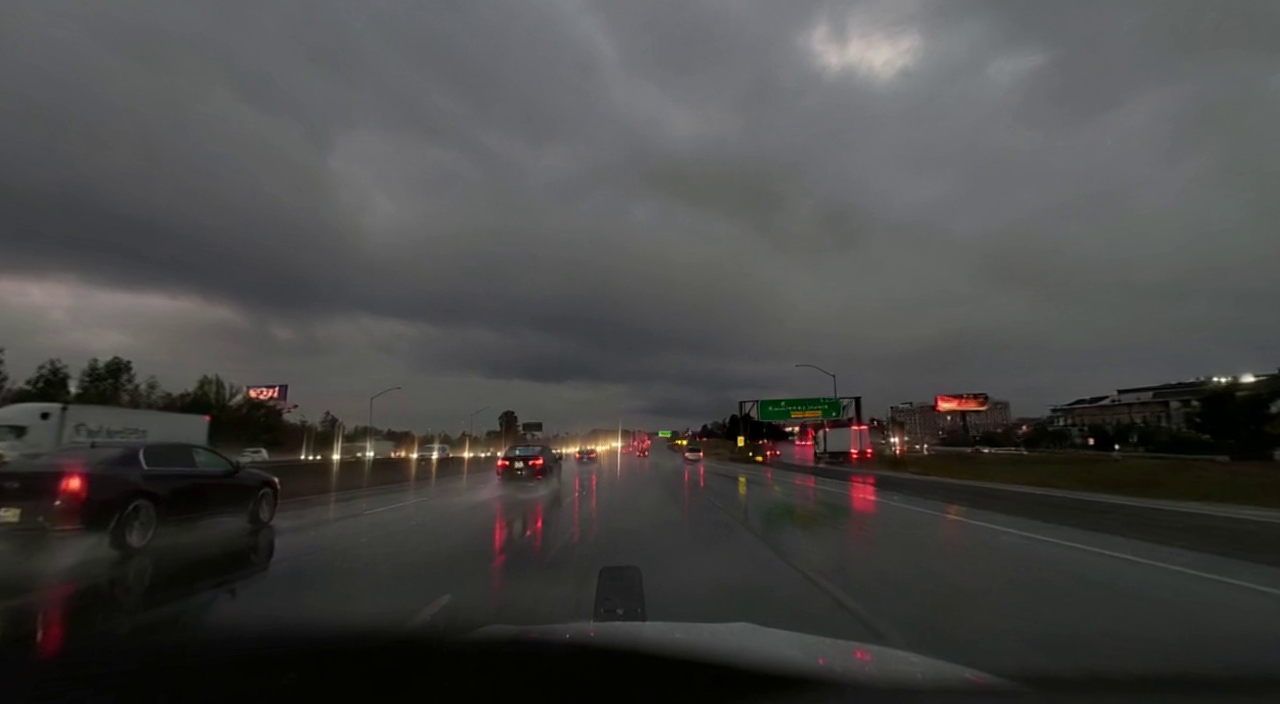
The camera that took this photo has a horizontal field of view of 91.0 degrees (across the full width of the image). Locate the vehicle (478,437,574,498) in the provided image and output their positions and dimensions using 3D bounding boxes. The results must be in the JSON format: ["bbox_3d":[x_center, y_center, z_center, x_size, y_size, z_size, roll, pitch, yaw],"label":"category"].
[{"bbox_3d":[-3.218,3.366,18.667,2.001,1.577,4.055,0,-9,1],"label":"vehicle"}]

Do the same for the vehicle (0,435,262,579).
[{"bbox_3d":[-7.270,1.942,8.624,1.865,1.518,3.620,0,-9,0],"label":"vehicle"}]

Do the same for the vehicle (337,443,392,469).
[{"bbox_3d":[-19.804,7.487,45.480,1.942,1.727,4.424,0,-9,1],"label":"vehicle"}]

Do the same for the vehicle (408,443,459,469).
[{"bbox_3d":[-14.991,7.560,46.055,1.964,1.774,5.052,0,-9,0],"label":"vehicle"}]

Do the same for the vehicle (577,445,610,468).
[{"bbox_3d":[-3.244,7.359,44.484,1.960,1.494,4.123,0,-9,1],"label":"vehicle"}]
